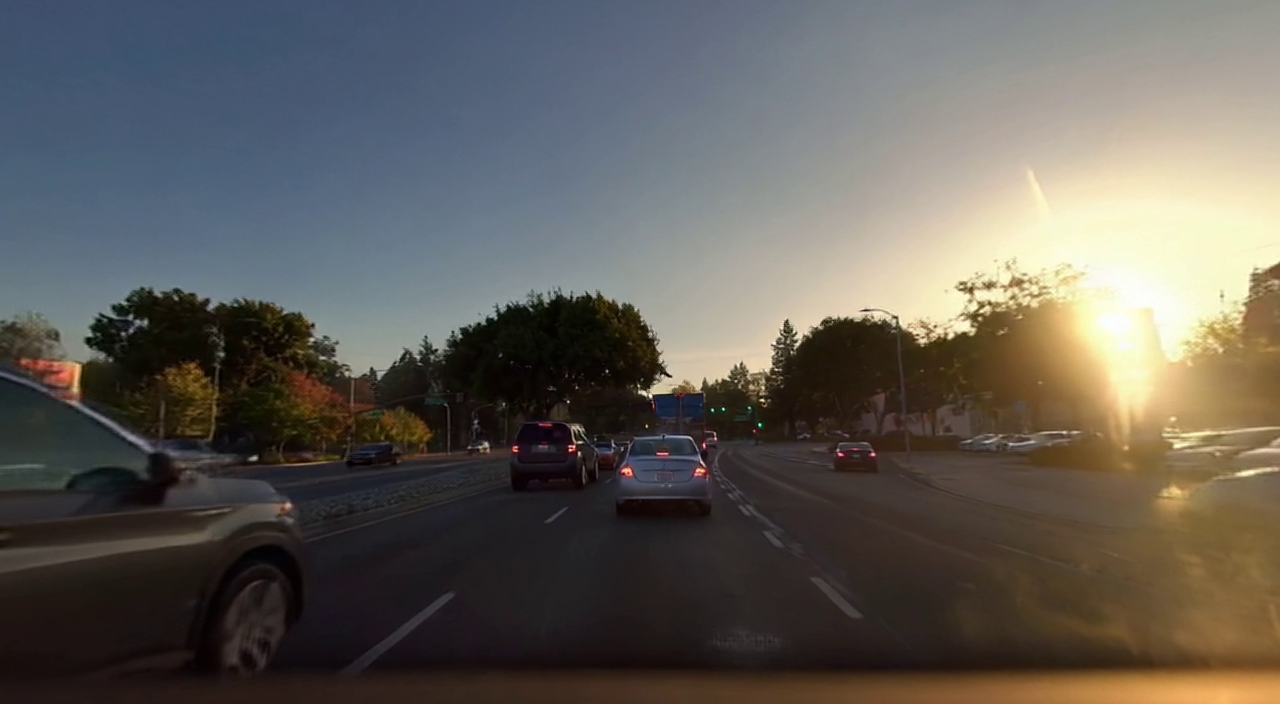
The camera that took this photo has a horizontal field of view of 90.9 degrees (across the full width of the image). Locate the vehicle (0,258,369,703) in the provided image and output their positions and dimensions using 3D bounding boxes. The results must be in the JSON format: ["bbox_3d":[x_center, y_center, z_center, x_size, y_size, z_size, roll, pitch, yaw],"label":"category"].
[{"bbox_3d":[-3.023,0.651,2.022,2.124,1.829,4.799,0,-8,0],"label":"vehicle"}]

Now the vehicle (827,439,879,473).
[{"bbox_3d":[10.214,4.970,30.455,1.900,1.507,4.151,-2,-9,13],"label":"vehicle"}]

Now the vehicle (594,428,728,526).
[{"bbox_3d":[0.310,2.233,11.844,2.061,1.494,4.079,0,-8,0],"label":"vehicle"}]

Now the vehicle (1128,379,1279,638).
[{"bbox_3d":[5.507,0.920,3.226,2.141,1.794,4.933,0,-8,2],"label":"vehicle"}]

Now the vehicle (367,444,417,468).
[{"bbox_3d":[-16.702,6.983,42.620,1.880,1.470,4.514,0,-8,-5],"label":"vehicle"}]

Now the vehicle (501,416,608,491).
[{"bbox_3d":[-2.360,3.018,18.997,2.289,1.935,5.227,0,-8,2],"label":"vehicle"}]
